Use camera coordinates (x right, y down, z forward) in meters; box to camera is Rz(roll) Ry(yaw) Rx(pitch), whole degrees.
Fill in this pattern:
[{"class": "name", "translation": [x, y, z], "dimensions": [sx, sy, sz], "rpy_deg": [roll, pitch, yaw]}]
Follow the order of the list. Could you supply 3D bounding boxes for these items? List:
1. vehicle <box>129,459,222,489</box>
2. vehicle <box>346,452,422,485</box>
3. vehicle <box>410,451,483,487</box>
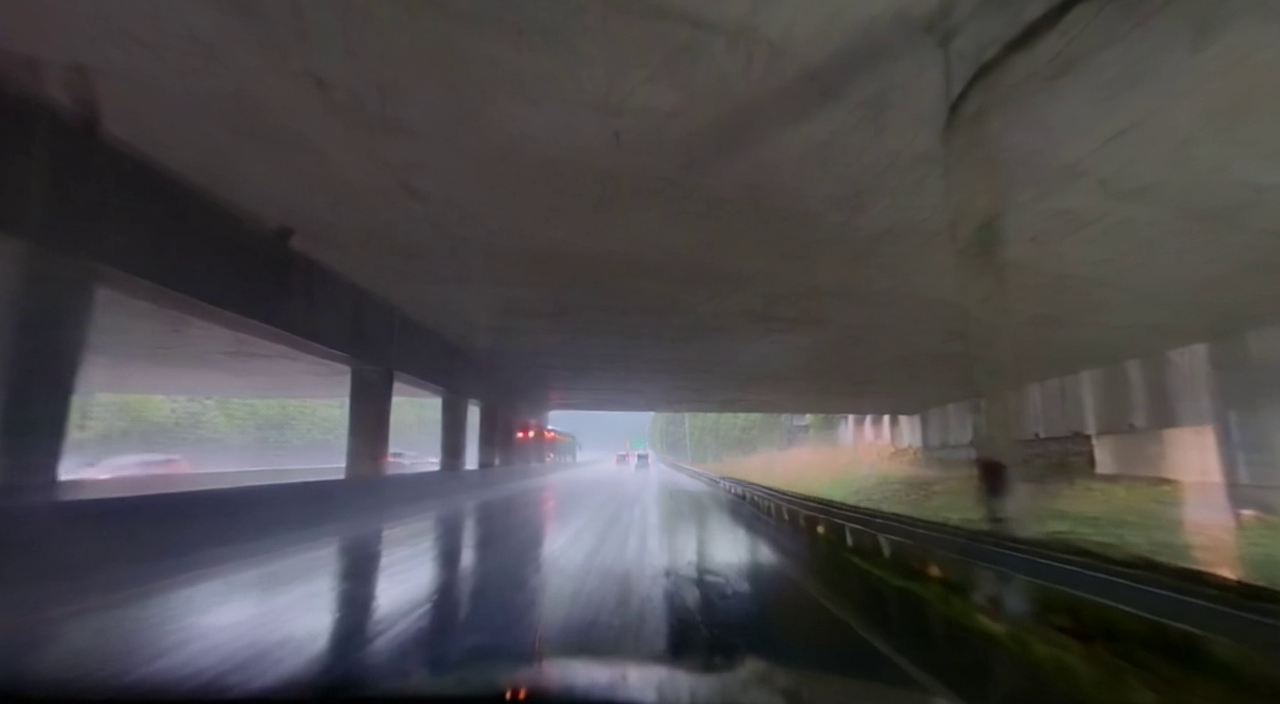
[{"class": "vehicle", "translation": [-25.883, 6.810, 35.376], "dimensions": [1.846, 1.463, 4.395], "rpy_deg": [0, -9, 0]}, {"class": "vehicle", "translation": [-13.665, 6.239, 34.035], "dimensions": [2.059, 1.615, 4.688], "rpy_deg": [0, -9, 0]}, {"class": "vehicle", "translation": [-9.235, 5.599, 30.549], "dimensions": [1.979, 1.600, 4.516], "rpy_deg": [0, -9, 1]}]
